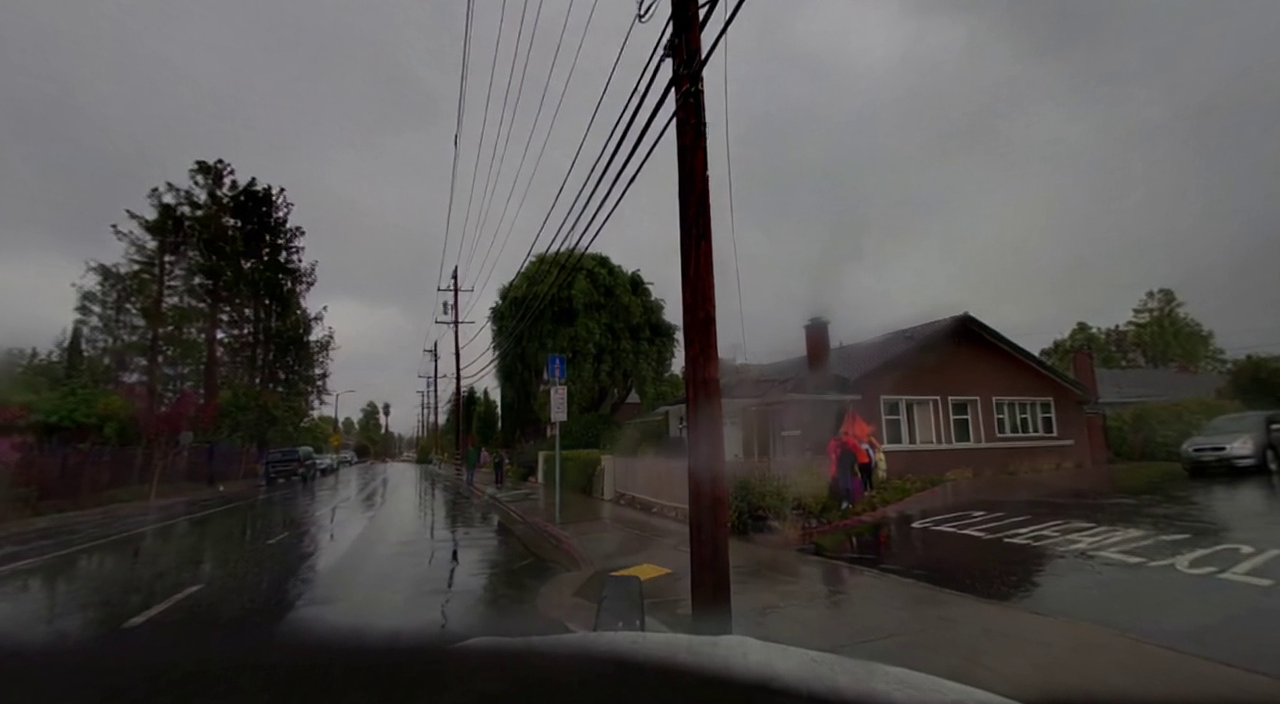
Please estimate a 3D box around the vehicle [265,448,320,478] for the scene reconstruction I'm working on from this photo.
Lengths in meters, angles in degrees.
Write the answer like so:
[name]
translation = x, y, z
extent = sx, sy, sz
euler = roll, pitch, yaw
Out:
[vehicle]
translation = -22.063, 7.017, 40.320
extent = 2.203, 1.787, 4.704
euler = 3, -9, -19
